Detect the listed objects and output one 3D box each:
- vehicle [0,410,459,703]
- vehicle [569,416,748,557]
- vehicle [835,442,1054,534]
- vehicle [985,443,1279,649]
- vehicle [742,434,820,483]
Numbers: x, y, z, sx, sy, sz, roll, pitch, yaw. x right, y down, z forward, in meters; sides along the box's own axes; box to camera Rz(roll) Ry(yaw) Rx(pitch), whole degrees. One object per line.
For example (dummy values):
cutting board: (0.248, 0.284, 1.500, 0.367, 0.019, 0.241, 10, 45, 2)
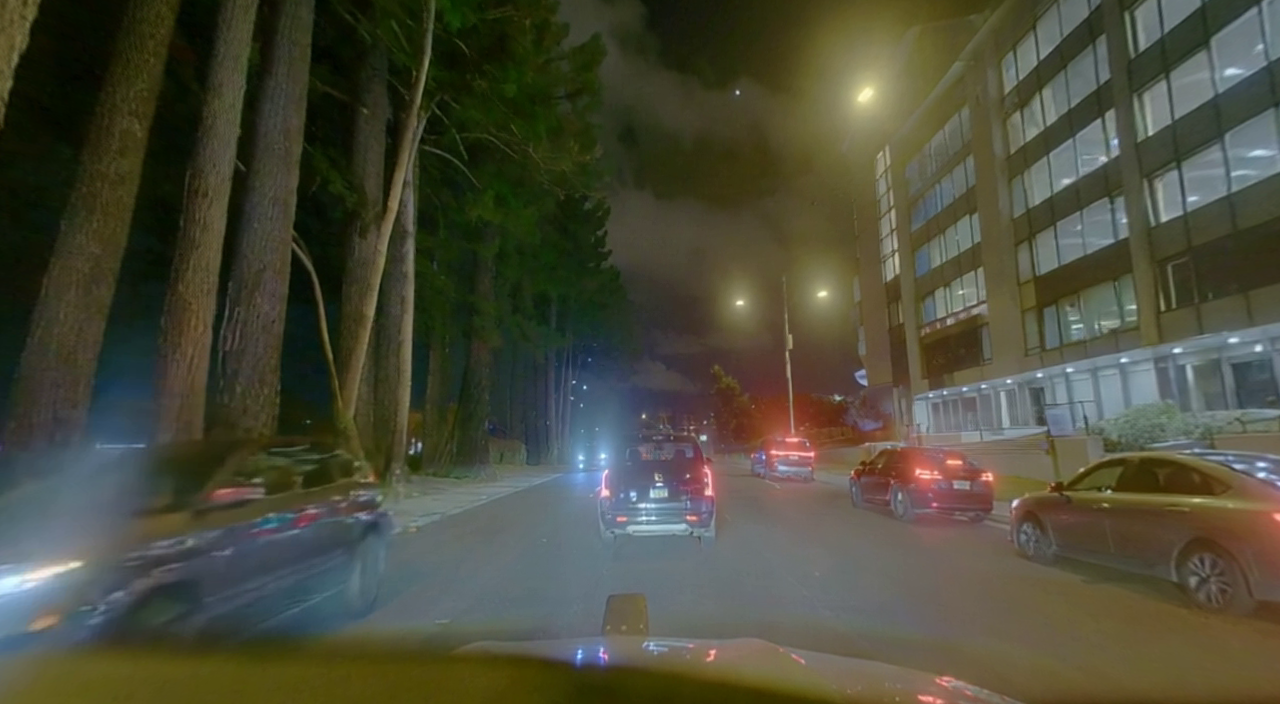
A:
vehicle: (-3.194, 1.365, 5.014, 2.090, 1.532, 4.529, 0, -9, 1)
vehicle: (0.233, 1.885, 9.467, 2.105, 1.653, 3.887, 0, -9, 0)
vehicle: (5.667, 2.556, 12.613, 1.852, 1.452, 4.852, 0, -9, -1)
vehicle: (5.540, 1.629, 6.069, 1.809, 1.478, 4.623, 0, -9, 0)
vehicle: (5.649, 4.325, 25.850, 2.059, 1.813, 4.637, 0, -9, -1)
